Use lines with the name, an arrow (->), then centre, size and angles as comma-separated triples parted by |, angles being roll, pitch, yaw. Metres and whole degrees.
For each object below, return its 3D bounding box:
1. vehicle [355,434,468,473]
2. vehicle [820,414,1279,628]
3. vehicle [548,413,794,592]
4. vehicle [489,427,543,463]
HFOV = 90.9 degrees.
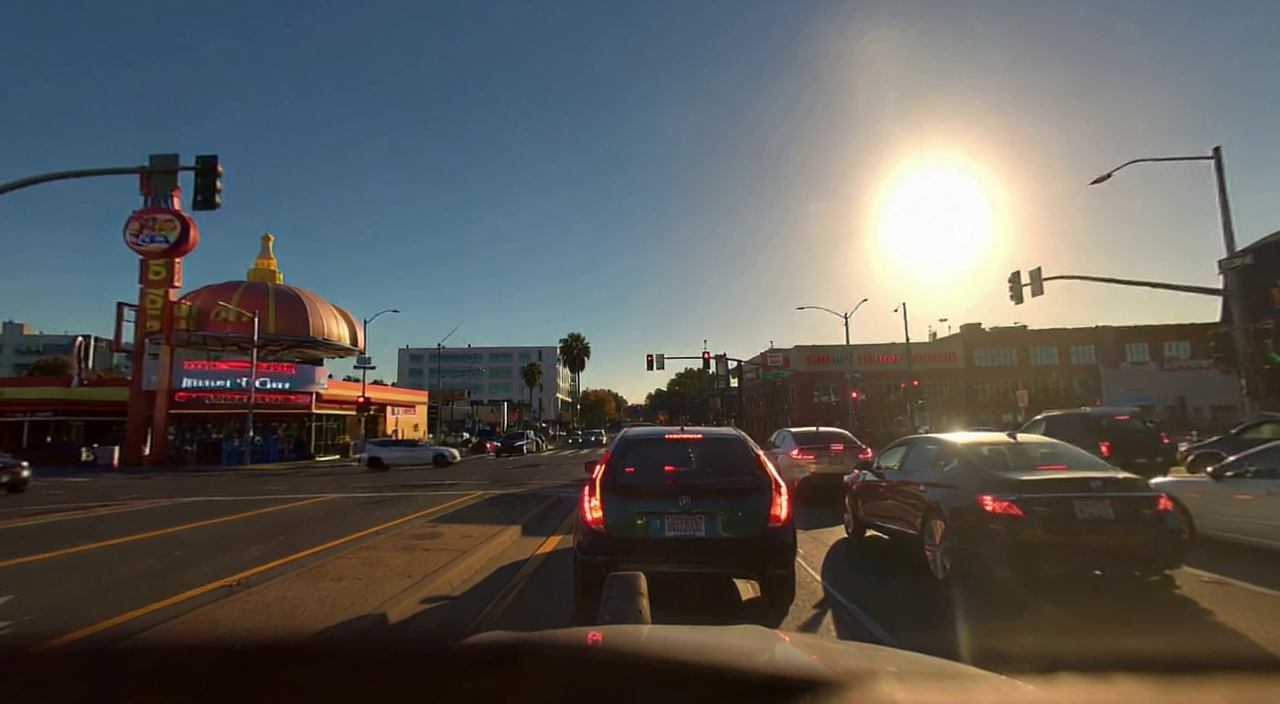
vehicle -> -10.779, 4.801, 30.010 | 4.833, 1.701, 2.077 | 3, -9, -19
vehicle -> 3.523, 1.509, 6.707 | 1.883, 1.480, 4.489 | 0, -8, 0
vehicle -> 0.222, 1.552, 7.326 | 2.073, 1.496, 3.892 | 0, -8, -1
vehicle -> -8.760, 6.582, 45.170 | 2.710, 2.022, 5.889 | -2, -4, 0
